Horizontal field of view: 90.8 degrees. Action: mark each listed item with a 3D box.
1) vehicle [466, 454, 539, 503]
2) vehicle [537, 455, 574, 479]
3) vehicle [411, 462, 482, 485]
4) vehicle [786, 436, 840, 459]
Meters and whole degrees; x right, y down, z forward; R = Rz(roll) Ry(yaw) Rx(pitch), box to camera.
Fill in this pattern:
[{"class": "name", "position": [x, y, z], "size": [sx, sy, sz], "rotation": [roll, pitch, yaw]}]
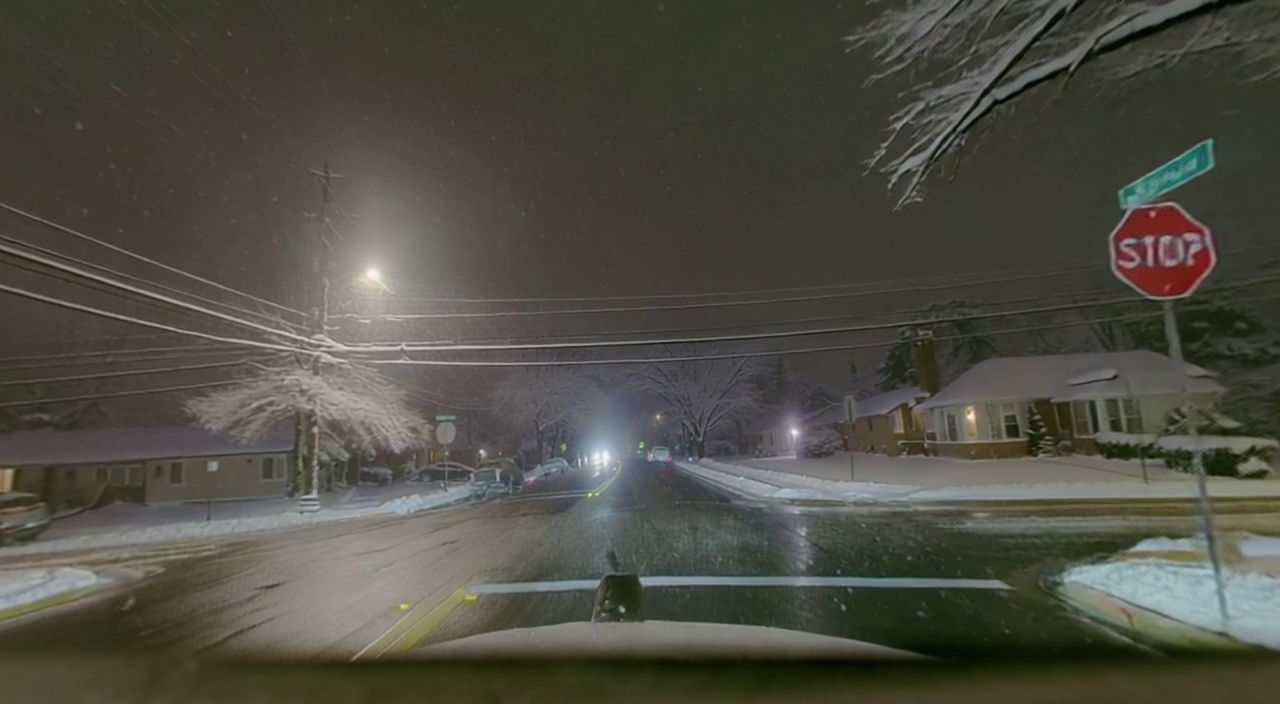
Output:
[{"class": "vehicle", "position": [-6.201, 5.735, 29.040], "size": [2.149, 1.823, 4.613], "rotation": [-6, -9, 1]}, {"class": "vehicle", "position": [-6.512, 8.898, 48.908], "size": [2.133, 1.525, 4.401], "rotation": [-3, -8, 1]}, {"class": "vehicle", "position": [-14.138, 8.884, 46.217], "size": [4.601, 1.486, 1.876], "rotation": [-2, -9, 12]}, {"class": "vehicle", "position": [12.406, 6.854, 45.468], "size": [3.563, 1.551, 1.916], "rotation": [-2, -9, 12]}]
